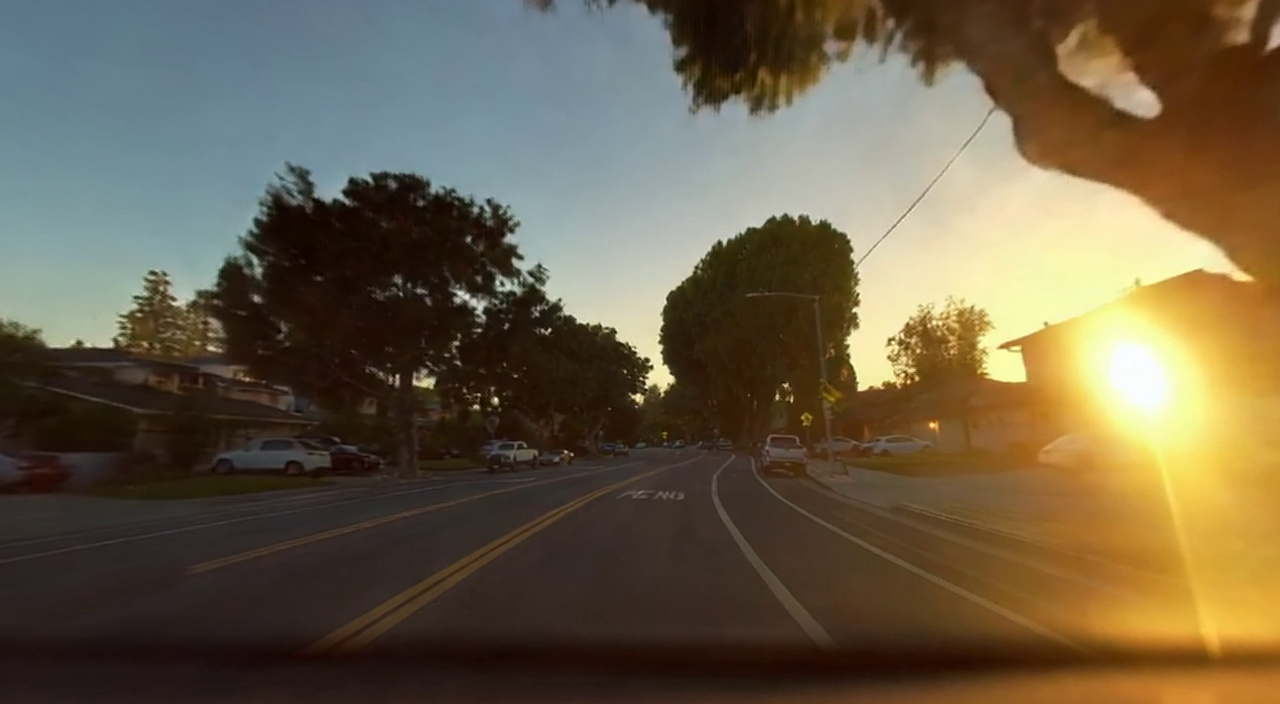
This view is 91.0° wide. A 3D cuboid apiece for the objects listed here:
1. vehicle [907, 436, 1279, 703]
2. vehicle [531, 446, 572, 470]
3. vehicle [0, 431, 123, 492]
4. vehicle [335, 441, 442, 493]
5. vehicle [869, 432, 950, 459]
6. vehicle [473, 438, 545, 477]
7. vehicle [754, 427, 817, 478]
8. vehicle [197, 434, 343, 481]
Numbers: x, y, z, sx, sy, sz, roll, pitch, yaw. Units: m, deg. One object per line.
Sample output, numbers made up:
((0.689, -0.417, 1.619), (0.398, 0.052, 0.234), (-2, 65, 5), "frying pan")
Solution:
((4.354, 1.441, 4.744), (2.293, 1.516, 5.391), (1, -8, -1), "vehicle")
((-6.423, 7.736, 46.087), (1.967, 1.488, 4.216), (-6, -9, 5), "vehicle")
((-19.609, 3.431, 20.099), (4.662, 1.684, 1.997), (1, -8, 8), "vehicle")
((-9.962, 4.557, 25.409), (2.105, 1.776, 4.657), (-4, -9, 5), "vehicle")
((18.215, 6.326, 42.812), (4.637, 1.661, 2.158), (-3, -8, 13), "vehicle")
((-7.817, 6.360, 38.169), (2.450, 1.998, 5.367), (-5, -9, 9), "vehicle")
((6.900, 4.853, 30.623), (2.574, 2.156, 6.672), (-2, -9, 10), "vehicle")
((-16.323, 4.622, 27.897), (5.192, 1.915, 2.200), (-1, -8, 8), "vehicle")
